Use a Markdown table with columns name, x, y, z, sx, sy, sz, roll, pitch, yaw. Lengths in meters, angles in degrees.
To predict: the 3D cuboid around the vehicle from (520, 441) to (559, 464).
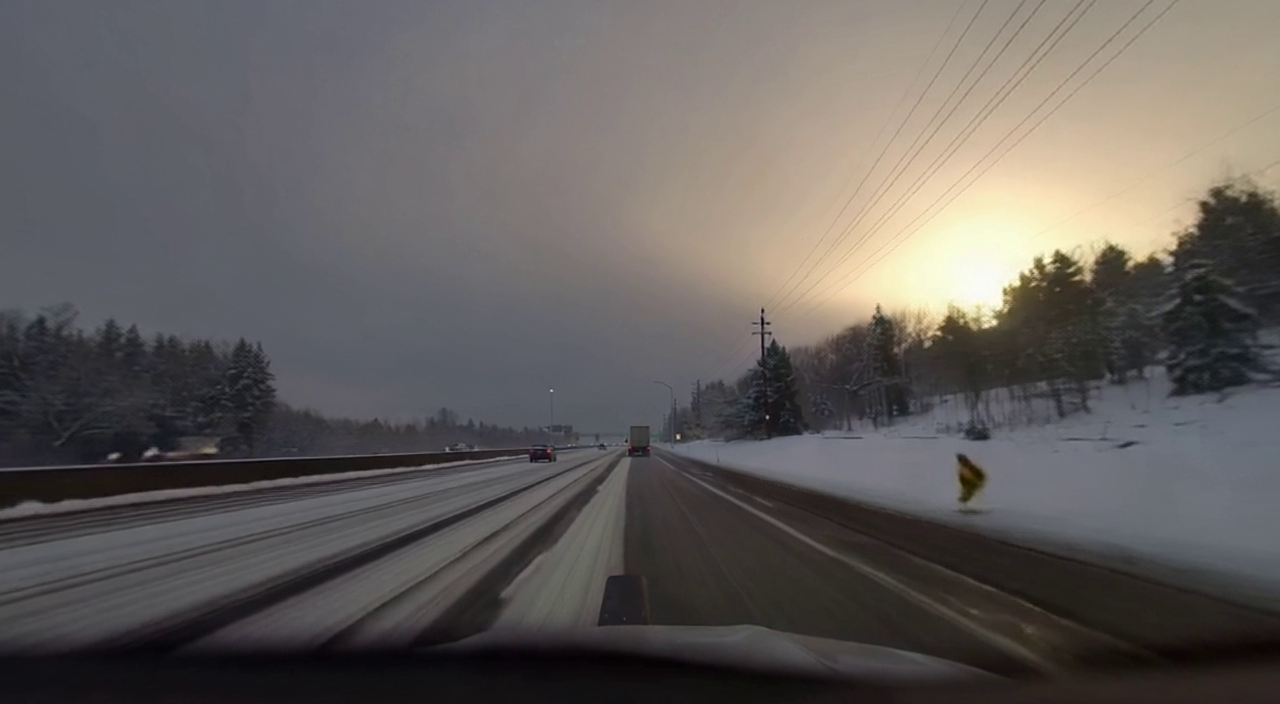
| name | x | y | z | sx | sy | sz | roll | pitch | yaw |
| --- | --- | --- | --- | --- | --- | --- | --- | --- | --- |
| vehicle | -7.283 | 7.324 | 46.138 | 2.064 | 1.642 | 4.389 | 0 | -8 | 0 |

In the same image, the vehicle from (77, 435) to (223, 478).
| name | x | y | z | sx | sy | sz | roll | pitch | yaw |
| --- | --- | --- | --- | --- | --- | --- | --- | --- | --- |
| vehicle | -22.568 | 4.838 | 29.487 | 2.190 | 1.809 | 5.776 | 0 | -8 | 0 |
